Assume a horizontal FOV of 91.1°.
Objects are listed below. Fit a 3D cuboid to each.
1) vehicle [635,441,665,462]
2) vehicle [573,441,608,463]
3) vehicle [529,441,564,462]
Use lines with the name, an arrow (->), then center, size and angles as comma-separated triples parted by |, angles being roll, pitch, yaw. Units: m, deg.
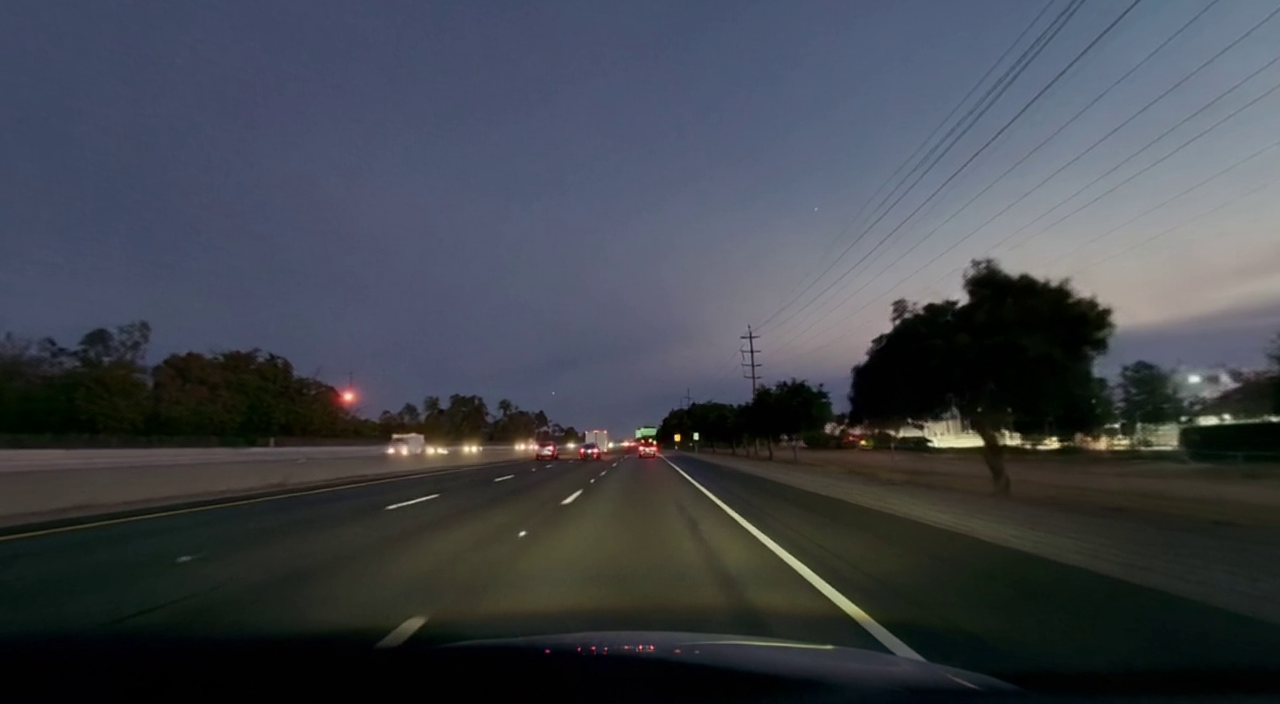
vehicle -> 0.706, 7.261, 45.868 | 2.057, 1.453, 3.926 | 0, -8, 0
vehicle -> -3.367, 6.878, 43.282 | 2.046, 1.478, 4.111 | 0, -8, 1
vehicle -> -7.007, 7.501, 47.427 | 1.936, 1.497, 4.251 | 0, -8, 2
